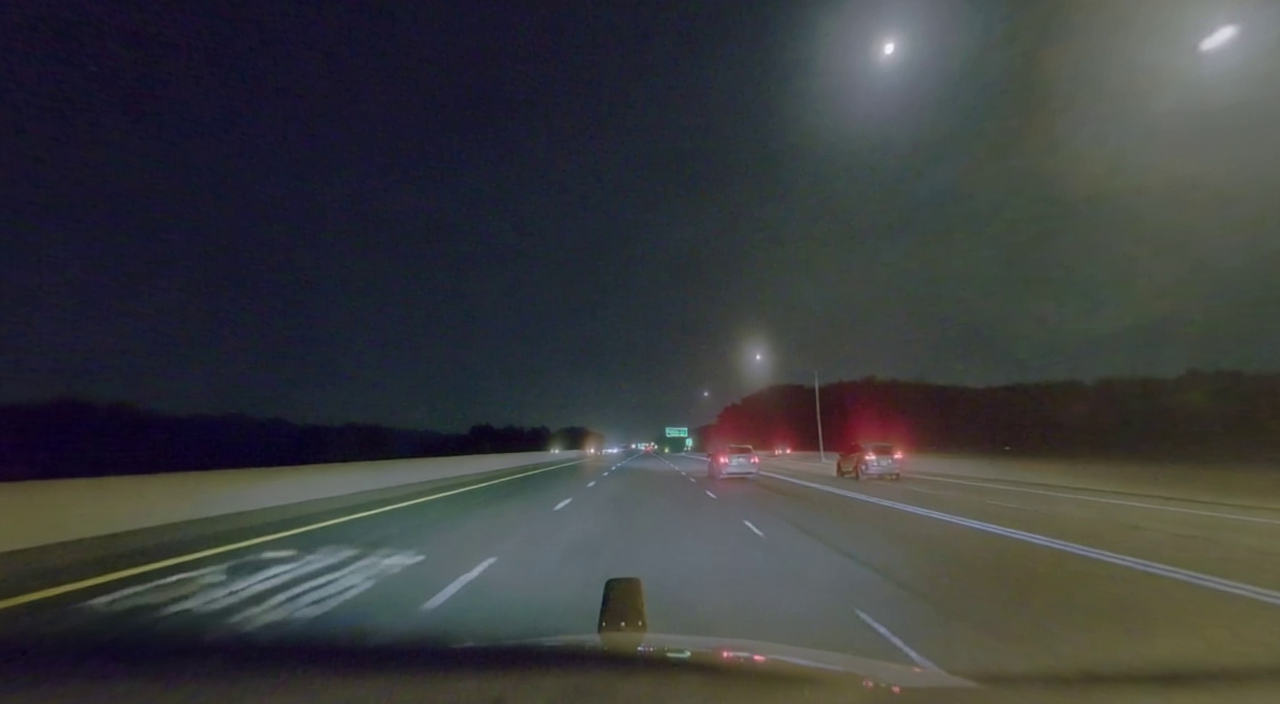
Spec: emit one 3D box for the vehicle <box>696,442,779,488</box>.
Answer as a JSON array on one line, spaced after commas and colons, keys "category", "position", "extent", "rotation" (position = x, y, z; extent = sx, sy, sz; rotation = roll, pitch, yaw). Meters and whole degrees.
[{"category": "vehicle", "position": [3.365, 4.005, 22.701], "extent": [2.193, 1.462, 4.533], "rotation": [0, -8, -1]}]
